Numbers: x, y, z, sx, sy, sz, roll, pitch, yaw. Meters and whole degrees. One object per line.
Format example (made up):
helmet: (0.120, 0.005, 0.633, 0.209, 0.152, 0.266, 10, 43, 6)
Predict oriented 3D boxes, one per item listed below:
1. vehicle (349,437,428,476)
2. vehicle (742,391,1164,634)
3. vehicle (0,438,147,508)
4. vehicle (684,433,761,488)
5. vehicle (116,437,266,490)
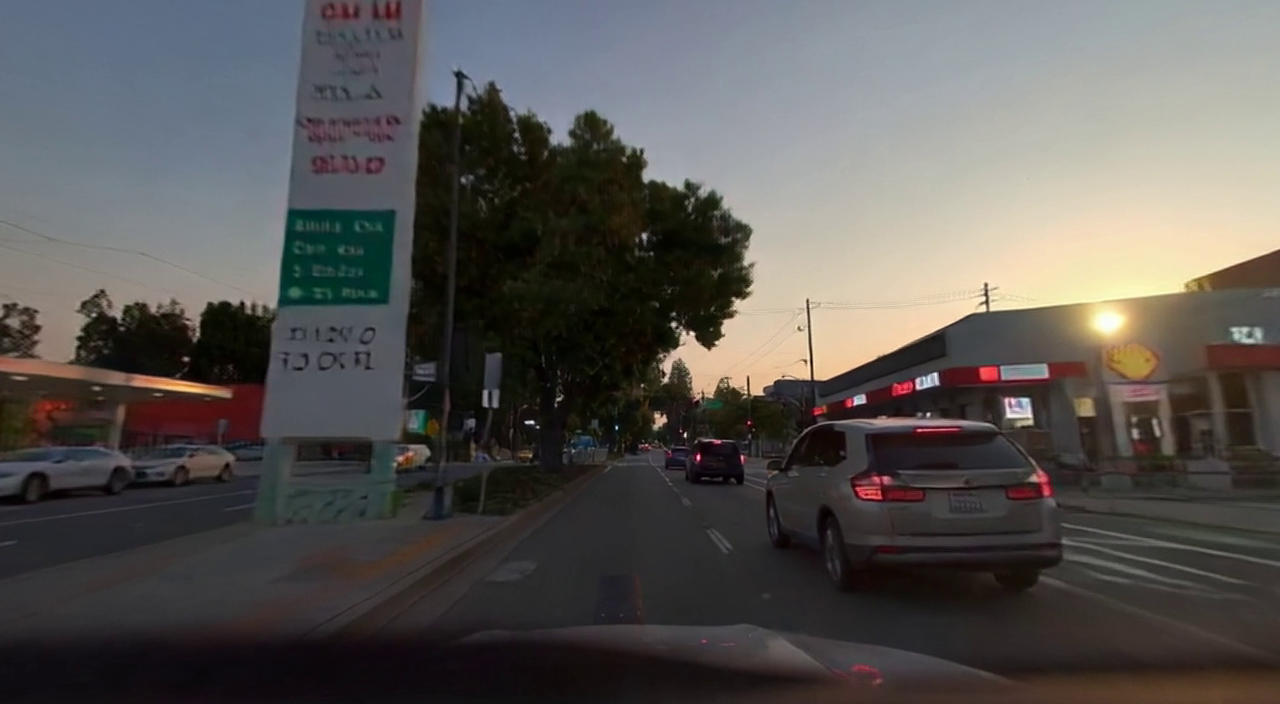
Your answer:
vehicle: (-13.407, 5.582, 33.936, 2.097, 1.912, 4.828, 0, -8, 2)
vehicle: (2.632, 1.495, 6.986, 2.183, 1.720, 4.842, 0, -8, 0)
vehicle: (-17.921, 3.516, 18.834, 2.129, 1.843, 5.067, 0, -8, 1)
vehicle: (2.722, 3.688, 21.768, 1.999, 1.679, 4.217, 0, -8, -1)
vehicle: (-17.784, 4.420, 25.375, 2.263, 1.887, 5.170, 0, -8, -1)
